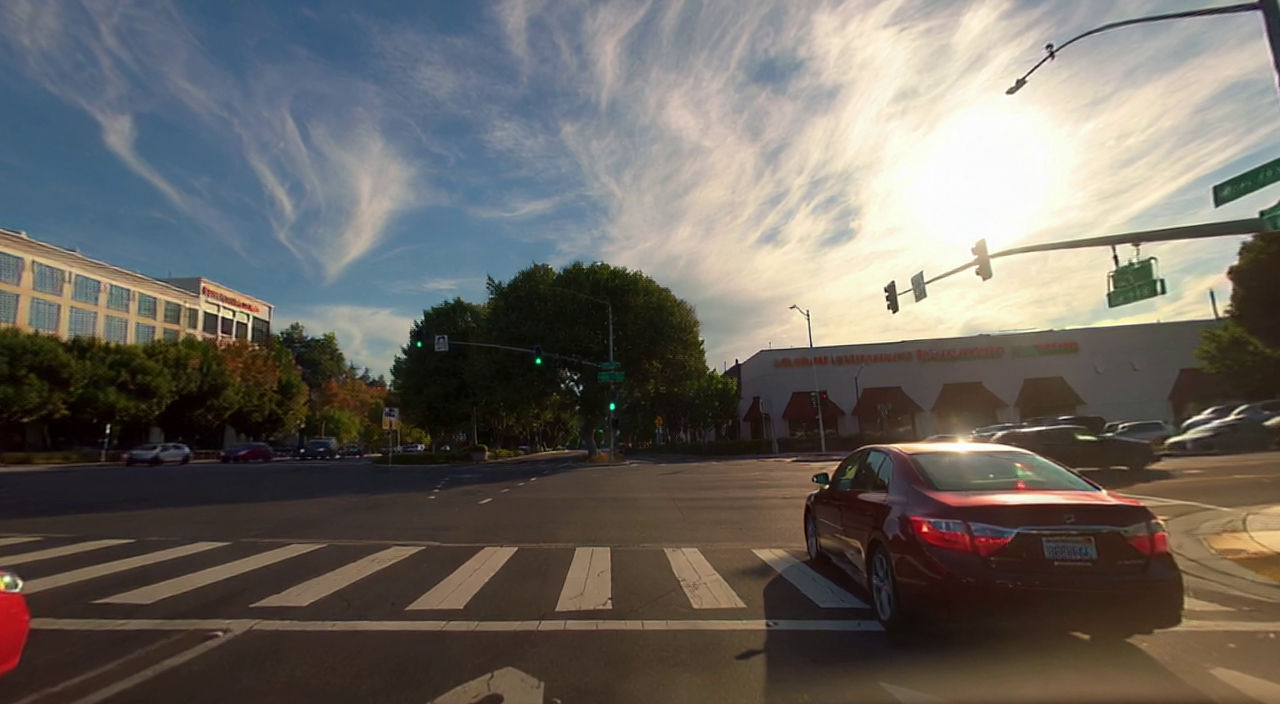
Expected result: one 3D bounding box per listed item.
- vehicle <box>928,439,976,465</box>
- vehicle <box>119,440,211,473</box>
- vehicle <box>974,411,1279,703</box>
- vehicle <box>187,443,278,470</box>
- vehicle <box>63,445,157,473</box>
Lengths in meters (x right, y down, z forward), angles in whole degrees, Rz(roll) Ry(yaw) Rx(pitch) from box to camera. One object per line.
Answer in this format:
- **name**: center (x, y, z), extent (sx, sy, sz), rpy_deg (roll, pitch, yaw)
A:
- **vehicle**: center (19.250, 6.142, 39.048), extent (1.930, 1.492, 4.703), rpy_deg (-3, -9, 18)
- **vehicle**: center (-27.002, 5.938, 36.057), extent (1.886, 1.694, 4.420), rpy_deg (0, -8, -2)
- **vehicle**: center (4.112, 1.070, 3.303), extent (1.940, 1.487, 4.562), rpy_deg (0, -8, -4)
- **vehicle**: center (-22.978, 5.894, 35.806), extent (2.206, 1.447, 4.697), rpy_deg (0, -8, -2)
- **vehicle**: center (-34.006, 6.856, 40.648), extent (2.079, 1.681, 4.675), rpy_deg (0, -8, -1)
